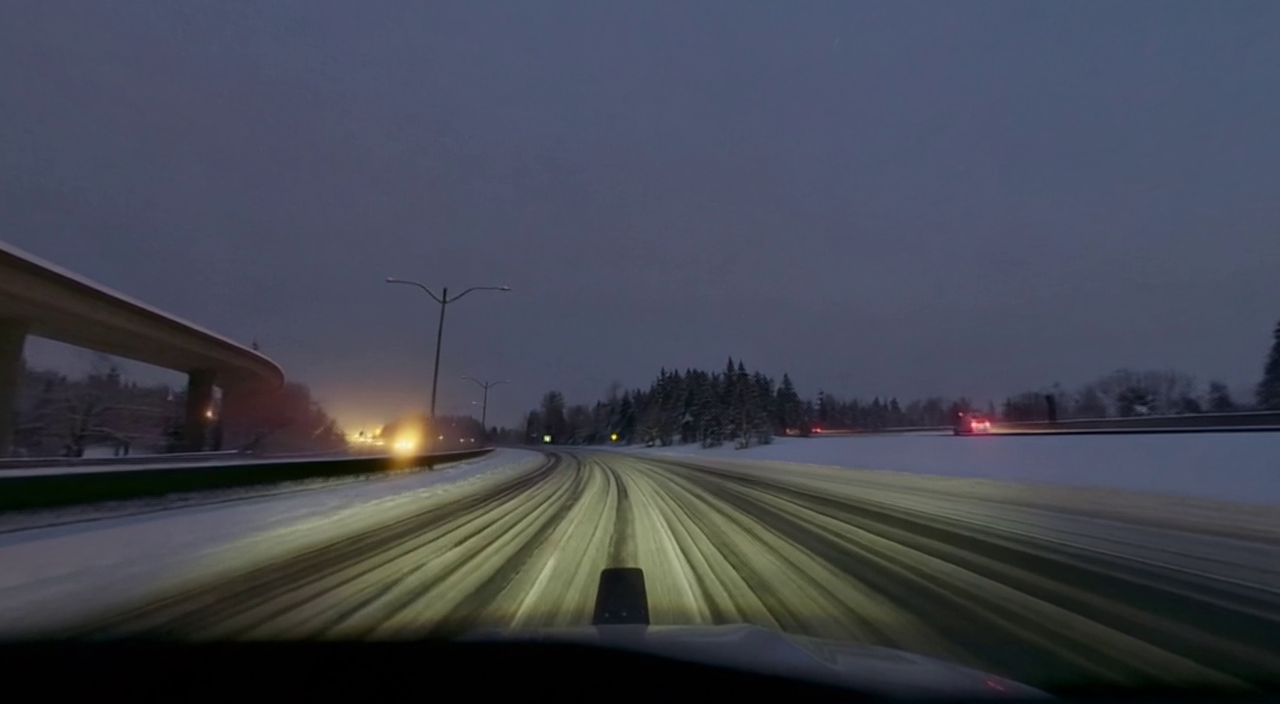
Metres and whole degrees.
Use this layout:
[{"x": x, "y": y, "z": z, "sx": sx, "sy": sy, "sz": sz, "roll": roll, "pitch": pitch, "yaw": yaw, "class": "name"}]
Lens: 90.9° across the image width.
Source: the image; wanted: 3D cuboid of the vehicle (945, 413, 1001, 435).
[{"x": 25.218, "y": 5.488, "z": 47.863, "sx": 1.944, "sy": 1.461, "sz": 3.689, "roll": 1, "pitch": -9, "yaw": -6, "class": "vehicle"}]
